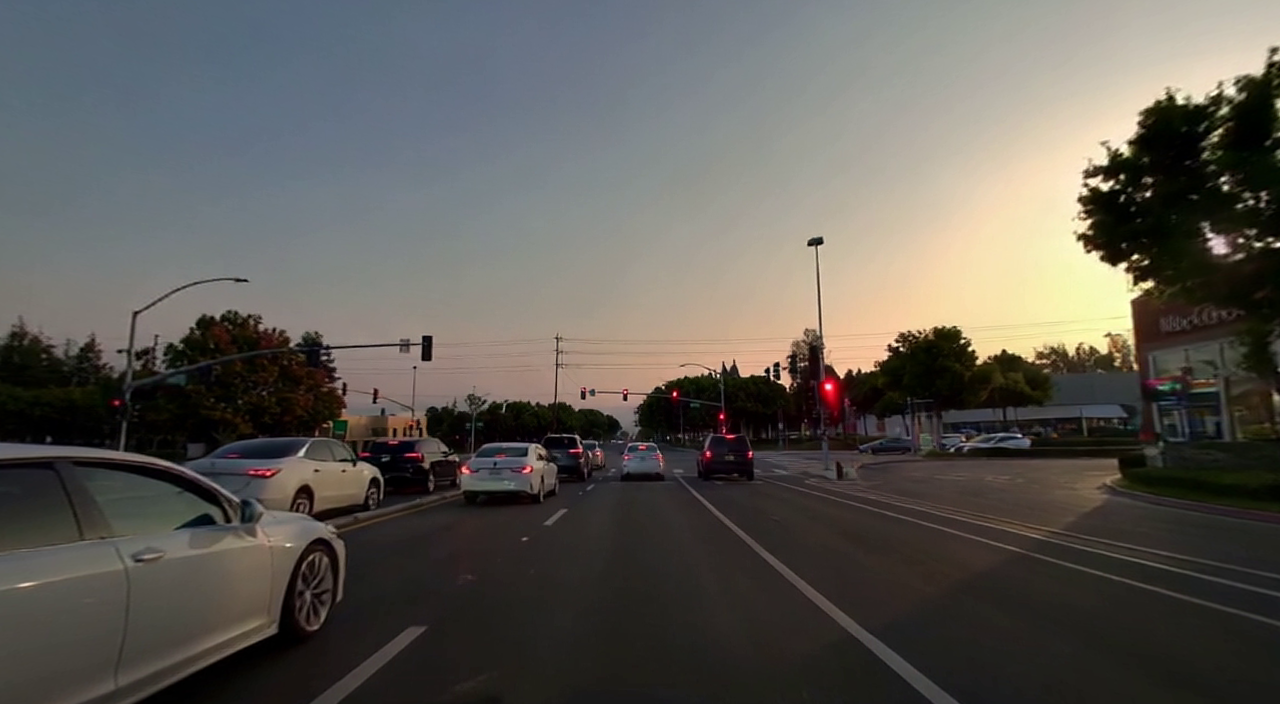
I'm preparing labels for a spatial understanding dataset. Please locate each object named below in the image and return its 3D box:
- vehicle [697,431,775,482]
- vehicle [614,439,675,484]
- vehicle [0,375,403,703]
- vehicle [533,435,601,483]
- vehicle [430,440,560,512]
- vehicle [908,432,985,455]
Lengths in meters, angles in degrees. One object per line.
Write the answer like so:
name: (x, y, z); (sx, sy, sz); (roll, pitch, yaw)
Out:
vehicle: (3.404, 3.844, 23.326); (2.076, 1.691, 4.402); (0, -9, -2)
vehicle: (0.182, 4.017, 23.318); (2.032, 1.499, 3.994); (0, -9, 1)
vehicle: (-3.108, 0.942, 2.621); (2.249, 1.517, 4.951); (0, -9, 1)
vehicle: (-2.770, 4.184, 24.841); (2.072, 1.694, 4.070); (0, -9, 2)
vehicle: (-3.302, 2.922, 15.310); (2.014, 1.472, 4.357); (0, -9, 2)
vehicle: (23.386, 7.000, 48.125); (4.781, 1.700, 1.986); (0, -9, 1)
